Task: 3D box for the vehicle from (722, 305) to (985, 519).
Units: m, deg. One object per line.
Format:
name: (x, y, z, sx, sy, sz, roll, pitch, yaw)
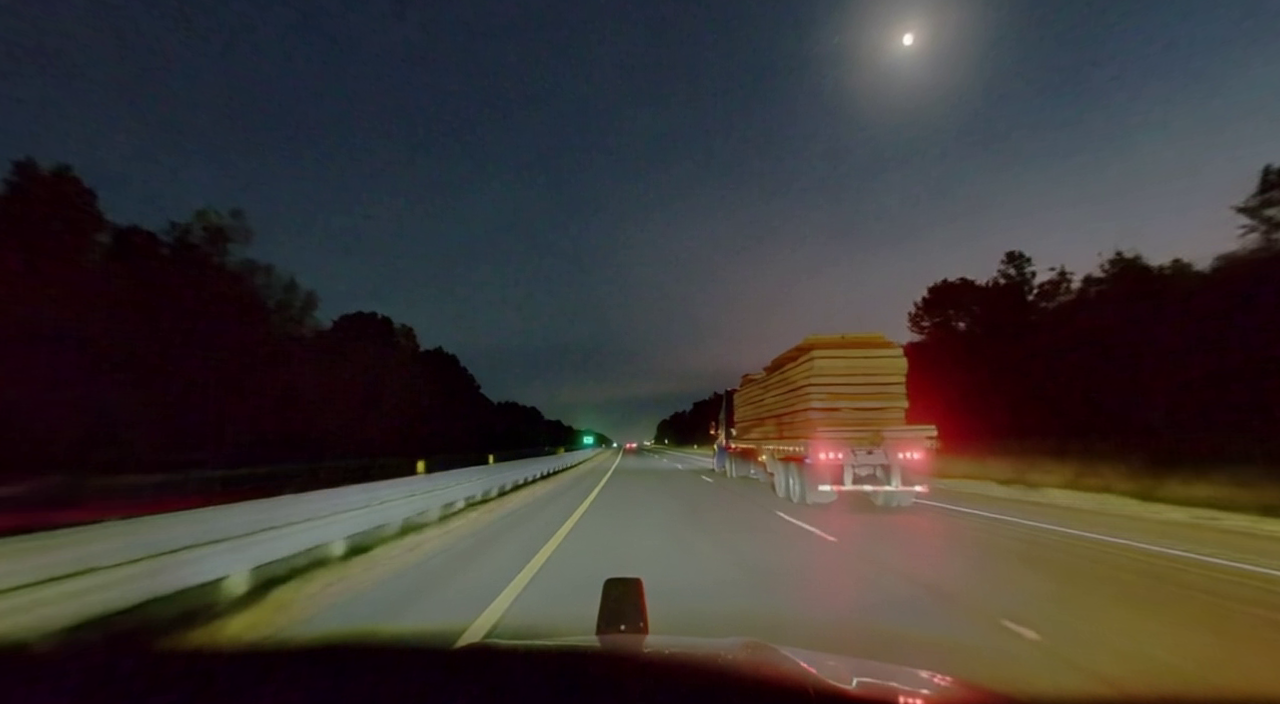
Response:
vehicle: (4.866, 2.122, 18.754, 2.914, 4.000, 14.078, 0, -9, 0)
